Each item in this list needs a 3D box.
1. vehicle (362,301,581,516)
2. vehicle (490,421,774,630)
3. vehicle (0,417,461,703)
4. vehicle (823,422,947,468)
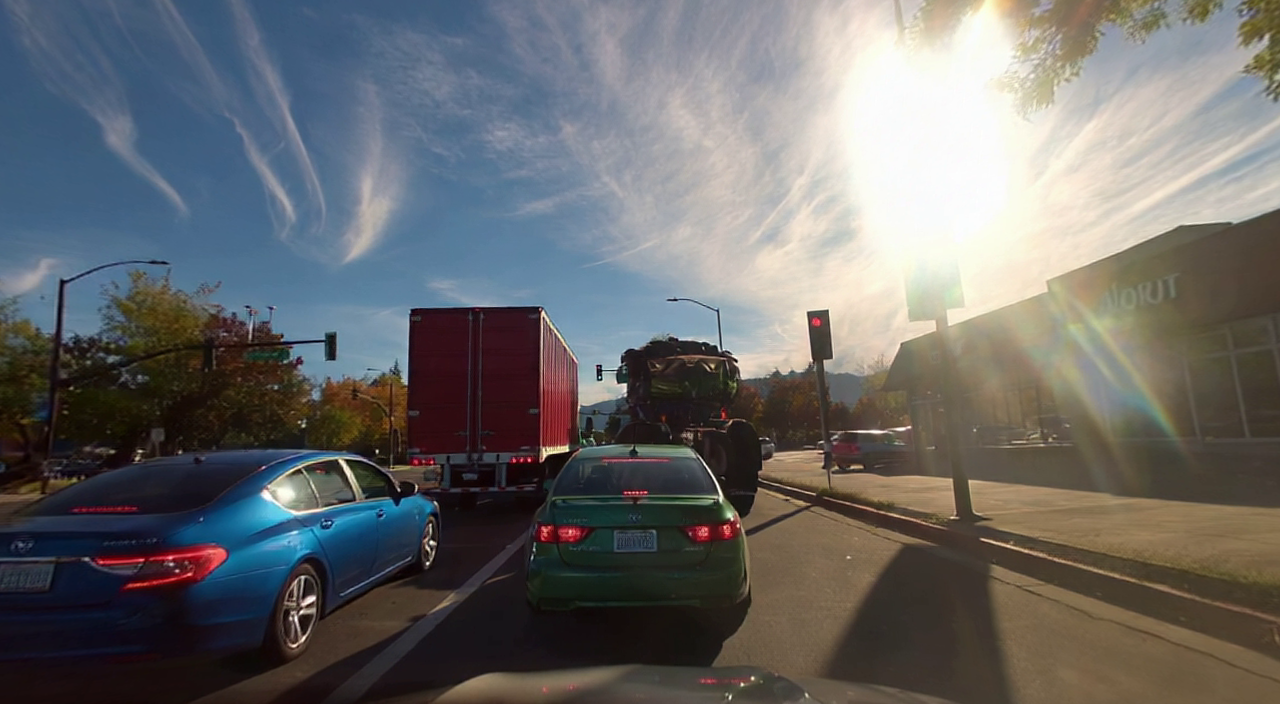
[{"bbox_3d":[-3.262,1.472,14.624,3.020,3.800,7.105,0,-8,1],"label":"vehicle"},{"bbox_3d":[-0.113,1.571,6.705,2.067,1.506,4.118,0,-8,-2],"label":"vehicle"},{"bbox_3d":[-3.102,1.373,5.162,1.969,1.471,4.378,0,-8,0],"label":"vehicle"},{"bbox_3d":[10.921,4.177,28.144,4.681,1.713,1.969,-2,-10,-10],"label":"vehicle"}]
